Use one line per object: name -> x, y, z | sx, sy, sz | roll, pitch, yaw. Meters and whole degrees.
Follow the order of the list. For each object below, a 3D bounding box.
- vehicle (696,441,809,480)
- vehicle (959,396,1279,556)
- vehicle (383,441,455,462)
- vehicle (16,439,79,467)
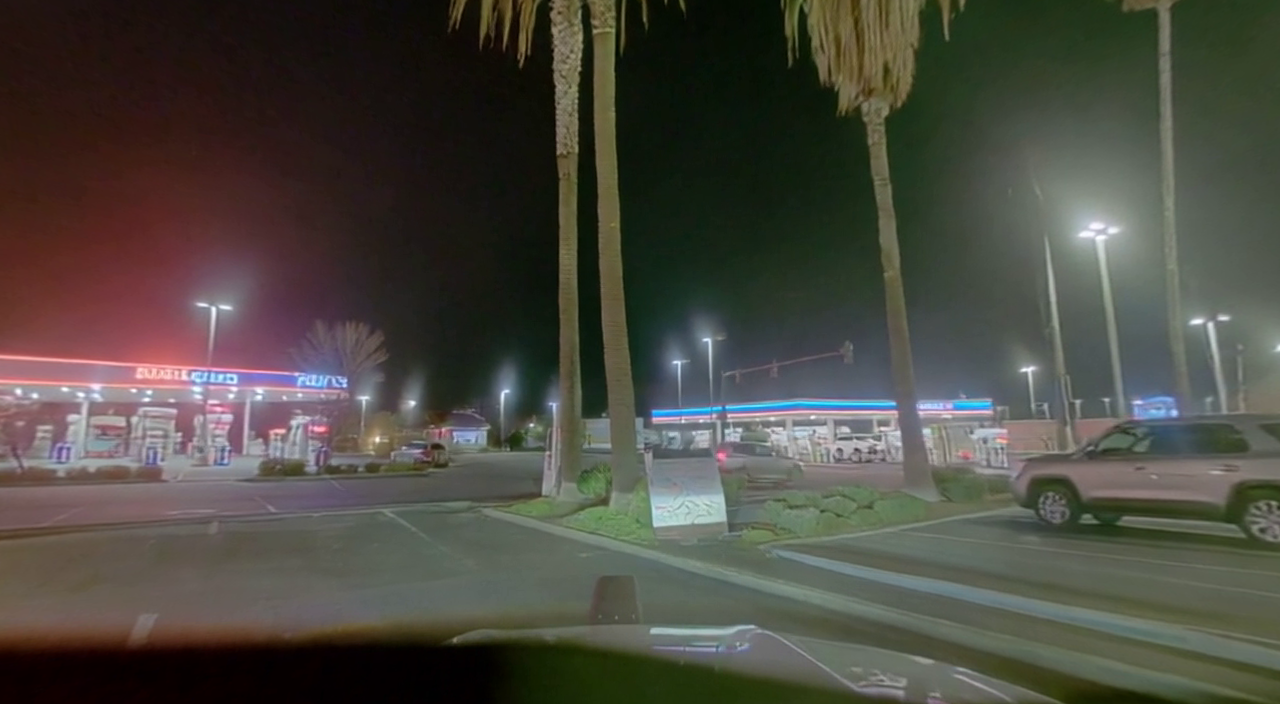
vehicle -> 4.845, 4.561, 26.891 | 4.758, 1.497, 1.856 | 5, -10, -34
vehicle -> 7.541, 1.695, 9.103 | 2.028, 1.850, 4.731 | 6, -10, -35
vehicle -> -16.768, 7.539, 48.060 | 4.764, 1.523, 1.849 | 6, -10, -34
vehicle -> -33.610, 5.740, 35.948 | 1.901, 1.463, 3.948 | 6, -10, -34
